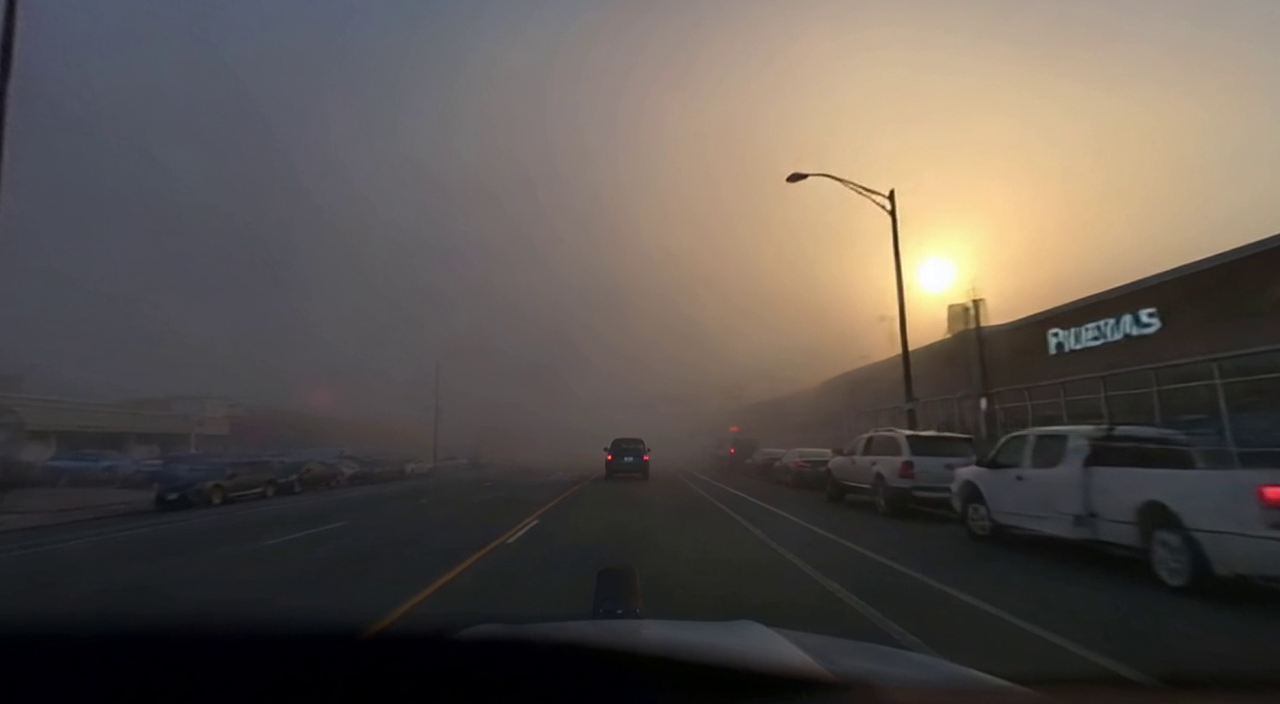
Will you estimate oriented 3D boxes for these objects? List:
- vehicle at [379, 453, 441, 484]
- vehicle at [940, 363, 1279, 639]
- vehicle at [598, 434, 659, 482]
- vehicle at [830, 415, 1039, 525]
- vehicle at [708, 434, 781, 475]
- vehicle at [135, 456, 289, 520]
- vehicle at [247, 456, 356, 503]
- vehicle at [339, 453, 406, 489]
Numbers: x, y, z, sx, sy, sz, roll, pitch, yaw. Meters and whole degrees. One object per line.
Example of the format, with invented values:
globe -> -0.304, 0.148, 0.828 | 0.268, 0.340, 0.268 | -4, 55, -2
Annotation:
vehicle -> -13.326, 6.742, 36.771 | 1.914, 1.489, 4.523 | -4, -8, 0
vehicle -> 5.724, 1.361, 6.499 | 2.430, 1.924, 5.779 | 0, -8, 0
vehicle -> -0.430, 4.208, 25.235 | 2.239, 1.763, 4.096 | 0, -8, 0
vehicle -> 5.869, 2.409, 13.404 | 2.129, 1.895, 4.671 | 0, -8, -1
vehicle -> 5.469, 5.458, 33.916 | 2.568, 1.974, 6.203 | 0, -8, -3
vehicle -> -13.248, 4.178, 19.864 | 1.840, 1.521, 4.450 | -5, -8, -1
vehicle -> -13.070, 4.898, 24.649 | 1.804, 1.441, 4.534 | -4, -8, 0
vehicle -> -13.264, 5.903, 31.442 | 1.774, 1.522, 3.699 | -3, -8, -1
